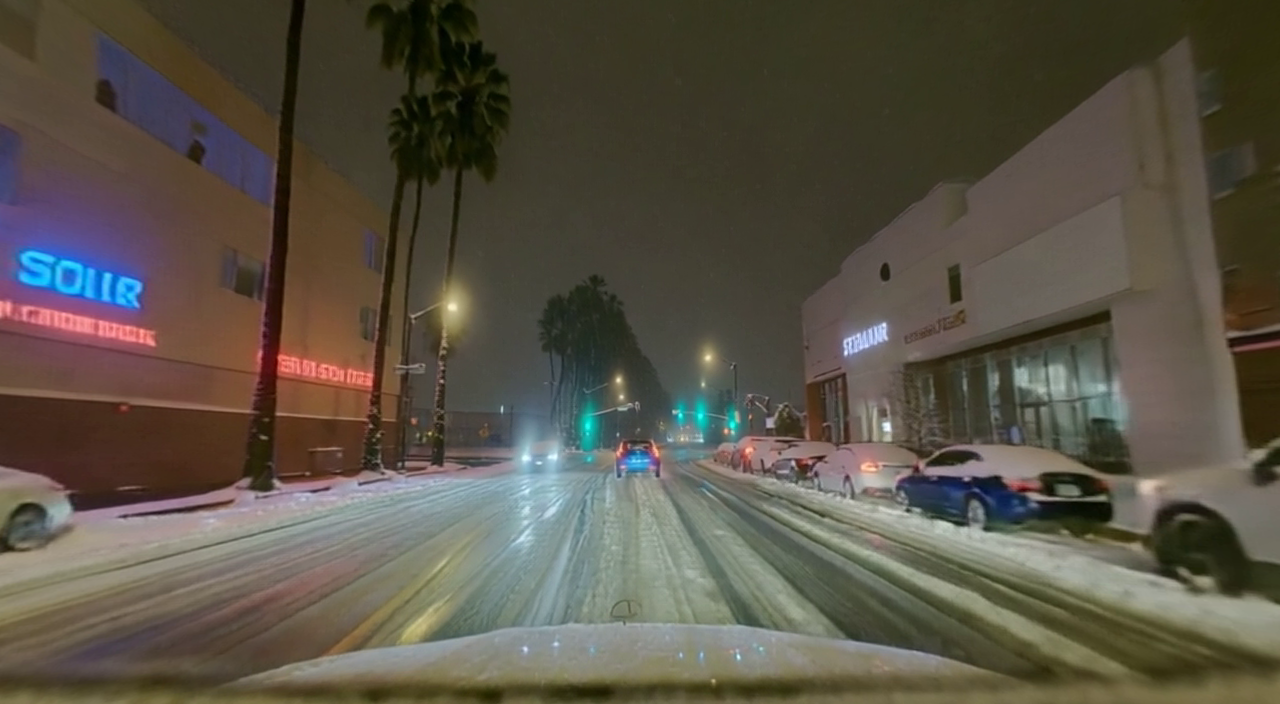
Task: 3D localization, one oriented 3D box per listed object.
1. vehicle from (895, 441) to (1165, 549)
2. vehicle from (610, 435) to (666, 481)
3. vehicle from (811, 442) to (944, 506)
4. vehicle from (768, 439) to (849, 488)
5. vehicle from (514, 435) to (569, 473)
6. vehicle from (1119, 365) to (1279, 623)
[{"bbox_3d":[6.340,2.324,11.052,1.810,1.472,4.422,0,-8,-1],"label":"vehicle"},{"bbox_3d":[-0.100,4.277,25.725,2.063,1.664,4.471,0,-8,-1],"label":"vehicle"},{"bbox_3d":[6.214,3.218,17.164,1.885,1.506,4.302,0,-9,-1],"label":"vehicle"},{"bbox_3d":[6.044,4.029,23.127,1.747,1.619,4.157,0,-9,-1],"label":"vehicle"},{"bbox_3d":[-5.028,5.278,32.868,2.188,1.797,4.358,0,-9,0],"label":"vehicle"},{"bbox_3d":[6.340,0.955,3.800,2.257,2.074,5.857,0,-9,0],"label":"vehicle"}]
